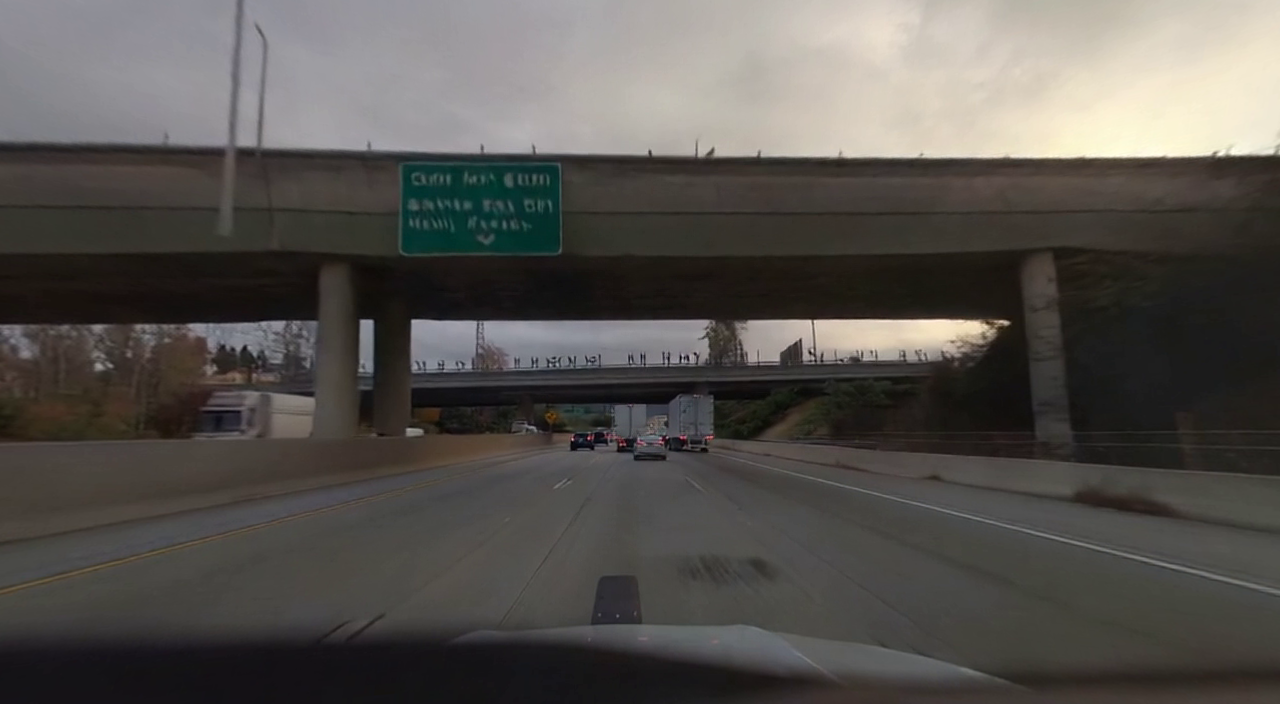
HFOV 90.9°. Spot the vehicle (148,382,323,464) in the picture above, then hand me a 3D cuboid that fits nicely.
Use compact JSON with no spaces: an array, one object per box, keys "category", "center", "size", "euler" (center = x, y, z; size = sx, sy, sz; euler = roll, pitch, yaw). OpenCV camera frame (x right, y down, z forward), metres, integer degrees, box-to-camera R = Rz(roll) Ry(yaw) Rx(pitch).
[{"category":"vehicle","center":[-21.015,3.891,33.800],"size":[3.125,3.754,9.621],"euler":[0,-8,-1]}]

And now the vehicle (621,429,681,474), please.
[{"category":"vehicle","center":[0.351,3.660,23.455],"size":[2.059,1.522,3.693],"euler":[0,-8,-1]}]

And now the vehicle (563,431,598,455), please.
[{"category":"vehicle","center":[-4.013,6.227,43.124],"size":[1.979,1.527,4.754],"euler":[0,-8,-1]}]

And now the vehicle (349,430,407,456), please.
[{"category":"vehicle","center":[-17.245,6.020,41.724],"size":[1.975,1.616,4.475],"euler":[0,-8,-1]}]

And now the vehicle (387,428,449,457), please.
[{"category":"vehicle","center":[-12.791,5.243,36.588],"size":[2.038,1.572,4.216],"euler":[0,-8,0]}]
